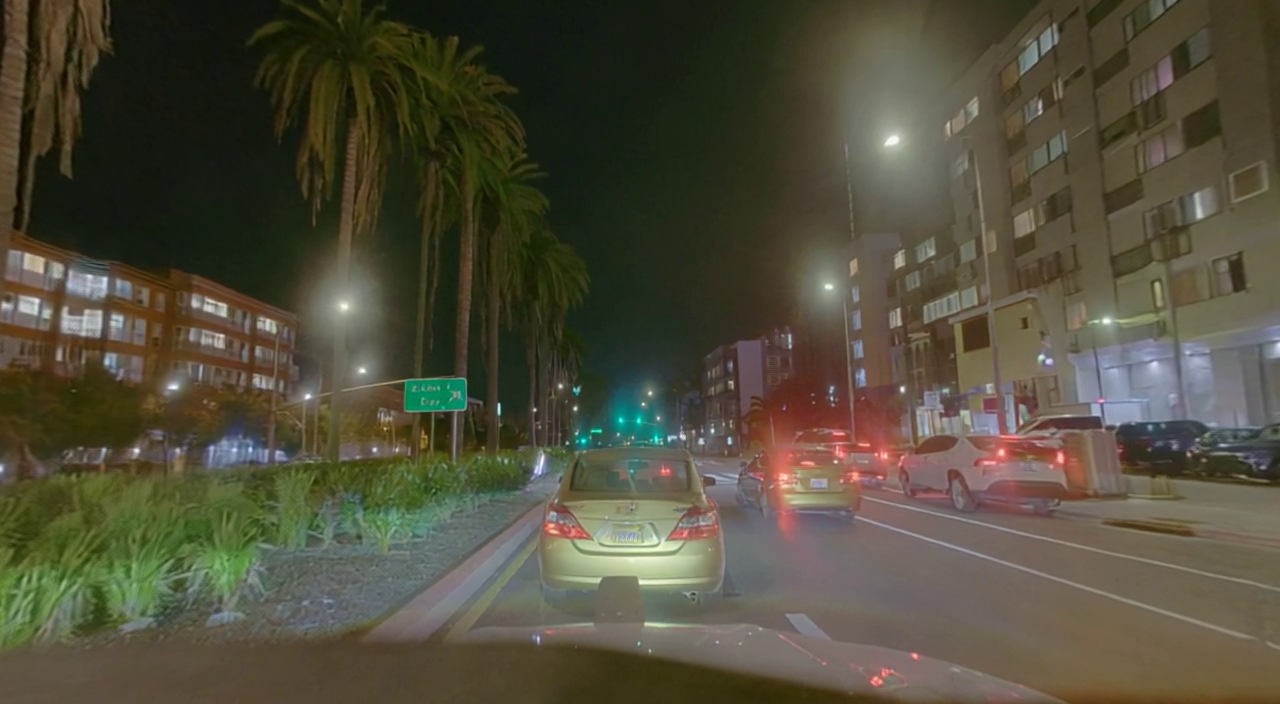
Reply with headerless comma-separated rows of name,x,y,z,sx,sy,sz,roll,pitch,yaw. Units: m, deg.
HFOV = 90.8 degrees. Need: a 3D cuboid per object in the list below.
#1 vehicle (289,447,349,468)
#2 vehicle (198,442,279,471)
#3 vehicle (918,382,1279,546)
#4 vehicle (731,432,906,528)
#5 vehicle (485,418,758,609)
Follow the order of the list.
vehicle,-23.877,7.841,47.235,1.972,1.425,4.765,0,-8,0
vehicle,-28.342,7.348,44.842,2.115,1.884,5.481,0,-8,0
vehicle,7.194,1.839,10.911,2.254,2.072,5.577,0,-8,1
vehicle,3.085,2.310,12.036,1.925,1.451,4.436,0,-8,-2
vehicle,-0.154,1.577,7.052,2.158,1.498,3.919,0,-8,0
